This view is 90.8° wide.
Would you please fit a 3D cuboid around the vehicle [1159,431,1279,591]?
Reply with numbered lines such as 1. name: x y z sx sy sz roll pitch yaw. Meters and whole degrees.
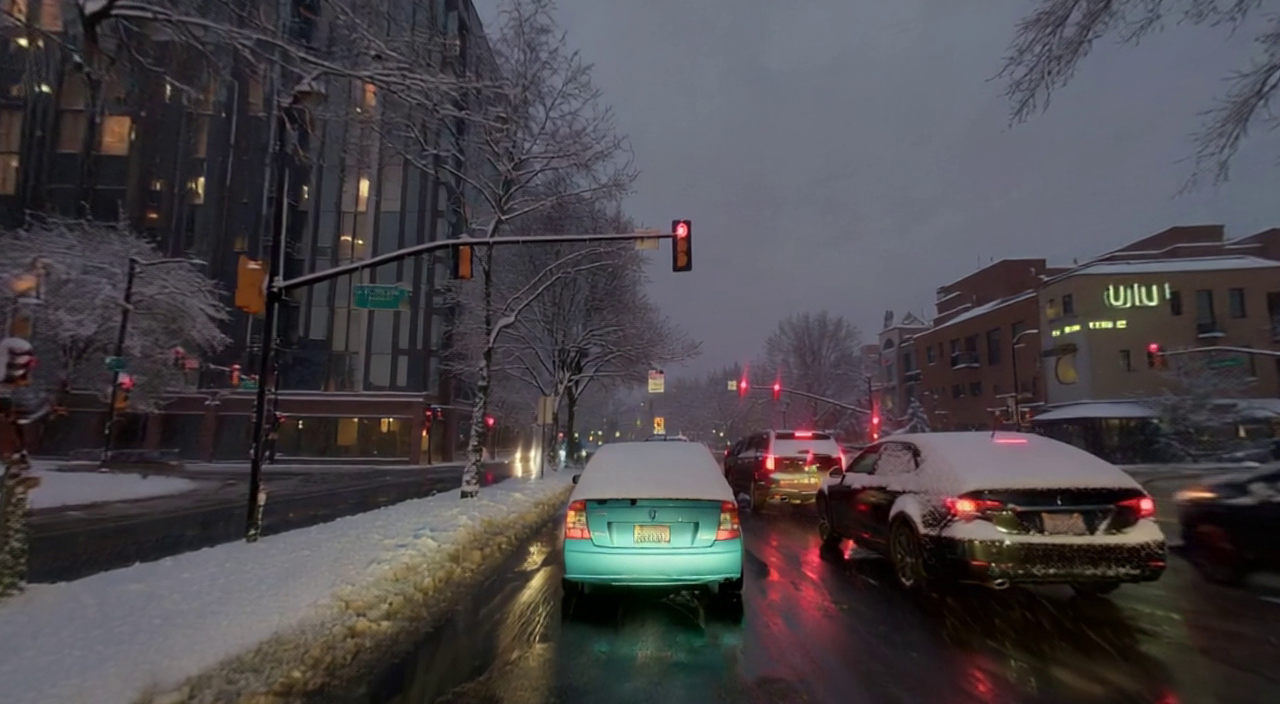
1. vehicle: 7.202 1.399 5.198 2.085 1.518 4.455 0 -9 1

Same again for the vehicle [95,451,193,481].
1. vehicle: -26.663 6.127 34.039 3.657 1.528 1.783 1 -9 -3

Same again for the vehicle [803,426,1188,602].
1. vehicle: 3.644 1.738 7.741 2.018 1.491 4.544 0 -9 -1

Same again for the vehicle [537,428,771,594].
1. vehicle: 0.094 1.733 7.730 2.087 1.468 4.014 0 -9 -1
